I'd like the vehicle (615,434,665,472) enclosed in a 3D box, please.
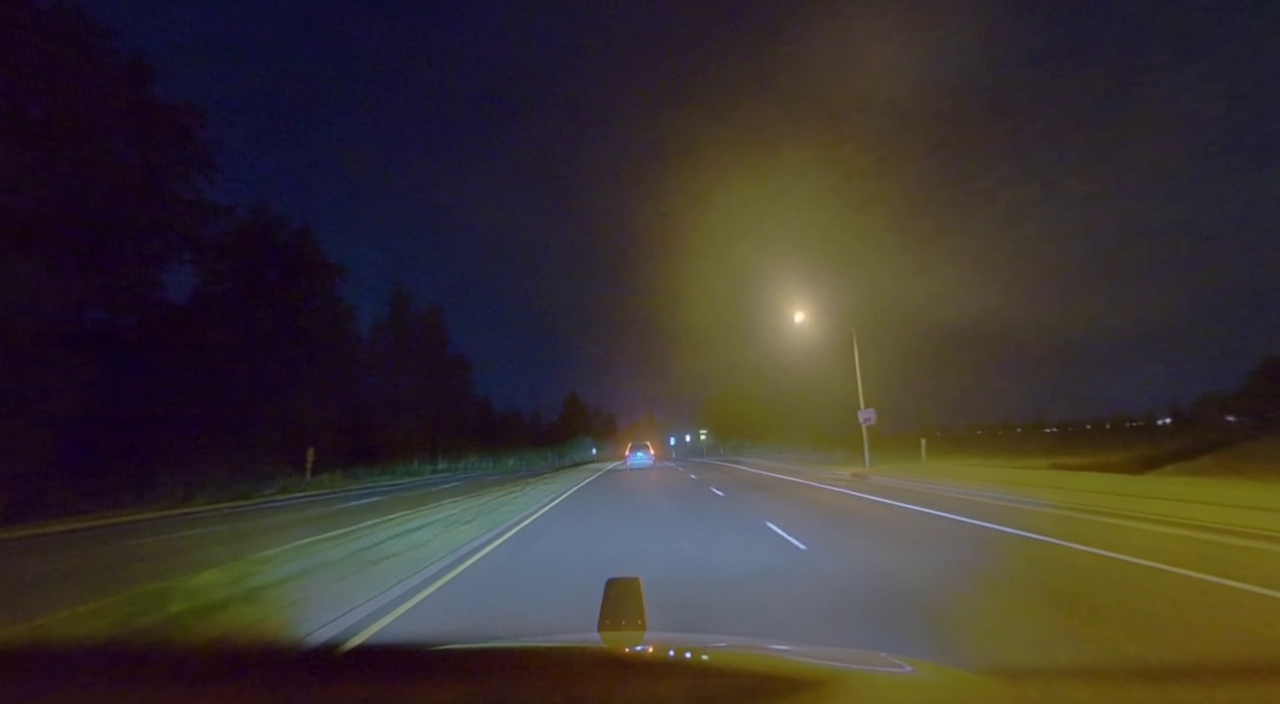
[{"bbox_3d":[-0.005,4.951,31.024,2.256,1.734,4.176,0,-8,0],"label":"vehicle"}]
